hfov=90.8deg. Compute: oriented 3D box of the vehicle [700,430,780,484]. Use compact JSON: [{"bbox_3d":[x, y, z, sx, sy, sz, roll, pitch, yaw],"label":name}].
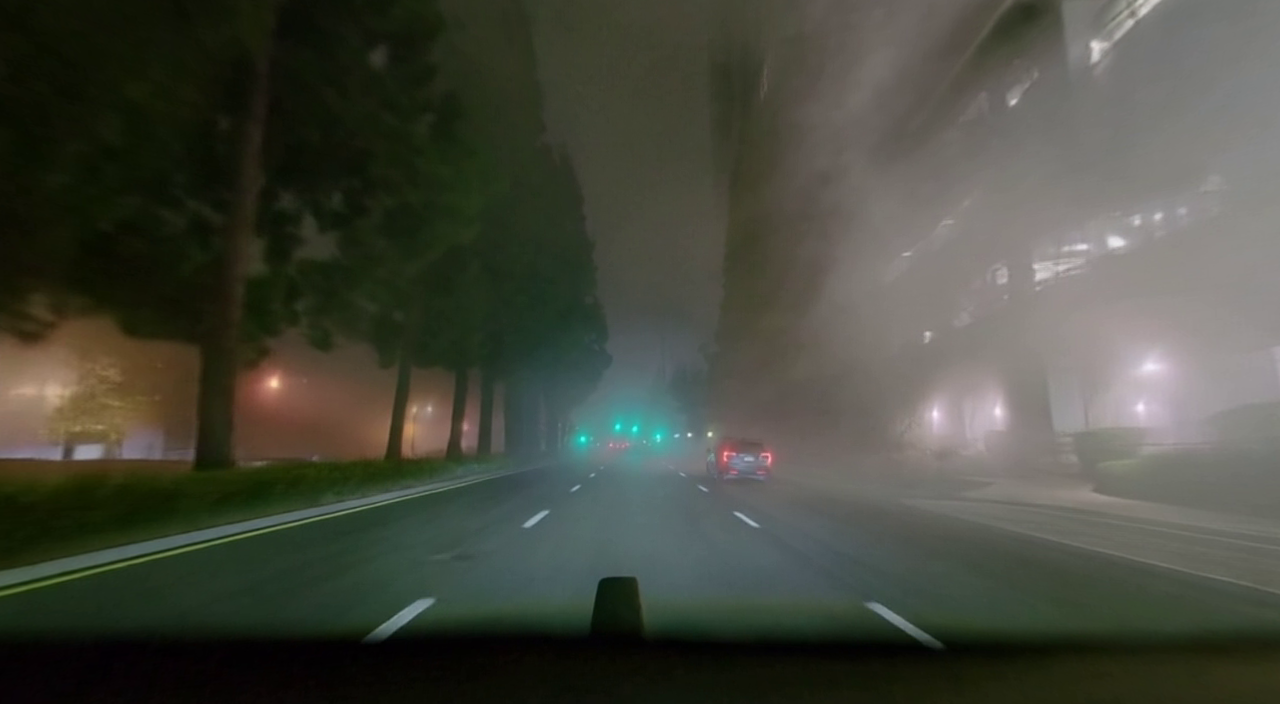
[{"bbox_3d":[3.474,3.729,22.760,2.083,1.743,4.354,0,-8,-1],"label":"vehicle"}]
